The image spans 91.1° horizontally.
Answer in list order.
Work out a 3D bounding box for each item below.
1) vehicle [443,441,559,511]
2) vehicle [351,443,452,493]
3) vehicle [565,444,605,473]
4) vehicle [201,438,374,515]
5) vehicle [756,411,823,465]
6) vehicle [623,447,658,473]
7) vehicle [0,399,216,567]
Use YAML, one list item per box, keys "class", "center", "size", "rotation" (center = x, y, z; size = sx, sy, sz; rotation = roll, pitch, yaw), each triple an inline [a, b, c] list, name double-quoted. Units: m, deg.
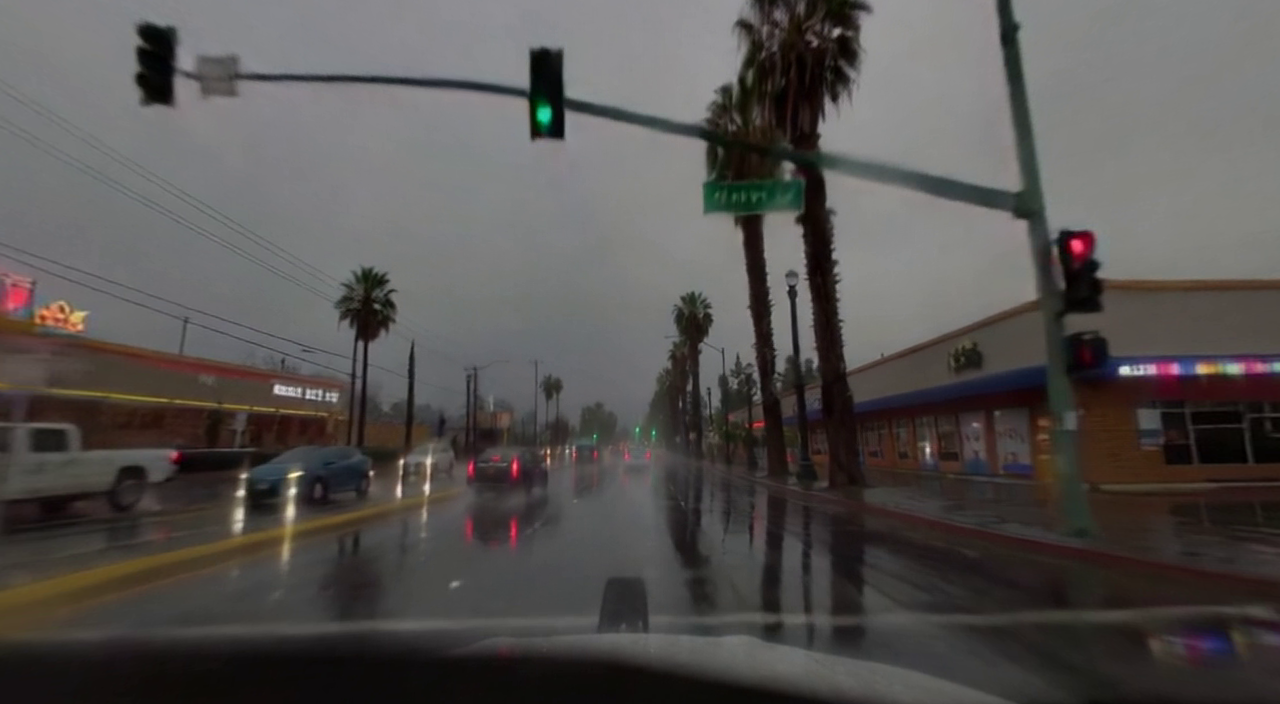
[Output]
- class: "vehicle"
  center: [-3.347, 3.076, 16.106]
  size: [1.904, 1.513, 4.410]
  rotation: [0, -9, 1]
- class: "vehicle"
  center: [-8.438, 4.115, 22.714]
  size: [1.928, 1.532, 4.533]
  rotation: [-2, -9, 0]
- class: "vehicle"
  center: [-3.231, 6.327, 37.480]
  size: [1.979, 1.634, 3.957]
  rotation: [0, -9, 0]
- class: "vehicle"
  center: [-8.412, 2.975, 15.504]
  size: [1.893, 1.576, 4.075]
  rotation: [-2, -9, 0]
- class: "vehicle"
  center: [10.197, 6.008, 43.799]
  size: [2.878, 3.388, 8.331]
  rotation: [-1, -8, 2]
- class: "vehicle"
  center: [0.016, 6.666, 39.056]
  size: [2.094, 1.496, 4.070]
  rotation: [0, -9, 0]
- class: "vehicle"
  center: [-8.483, 1.720, 8.418]
  size: [2.058, 1.929, 5.123]
  rotation: [-1, -9, -1]
